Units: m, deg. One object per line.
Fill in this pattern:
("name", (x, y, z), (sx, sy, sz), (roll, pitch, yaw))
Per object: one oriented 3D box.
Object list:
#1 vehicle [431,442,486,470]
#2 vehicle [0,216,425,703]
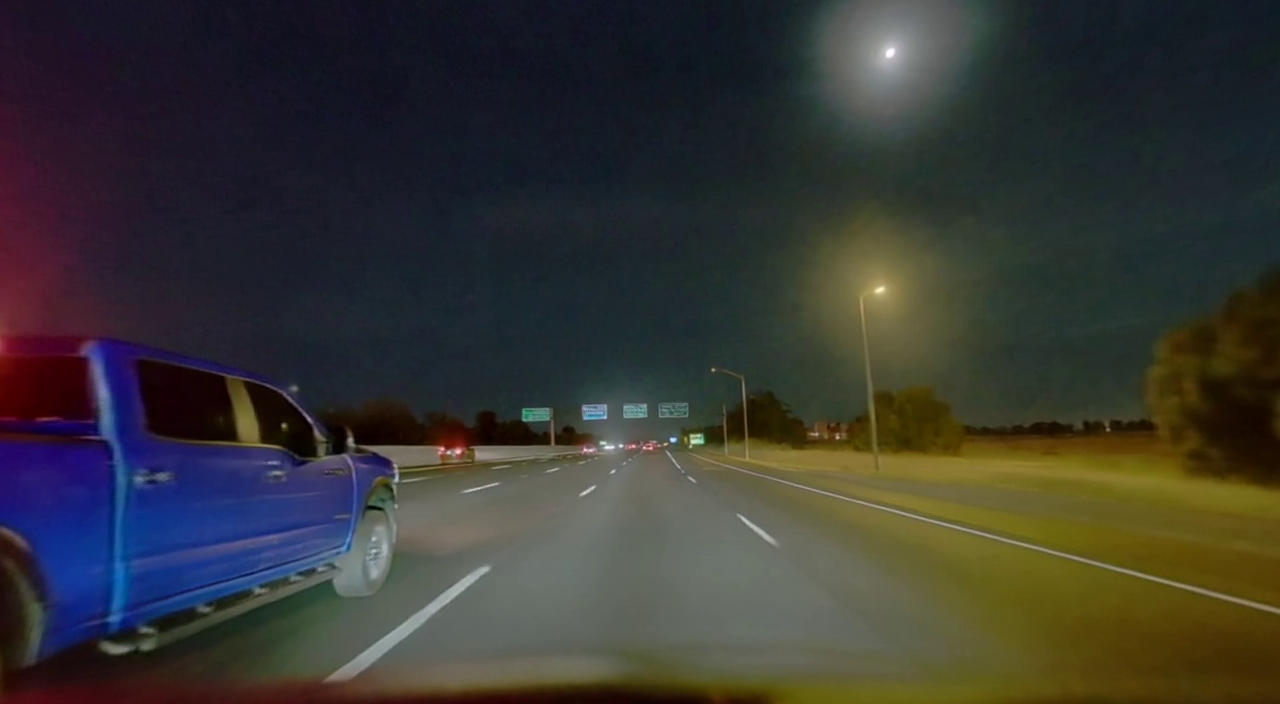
("vehicle", (-10.860, 6.266, 38.119), (1.957, 1.565, 4.311), (0, -8, 1))
("vehicle", (-3.606, 0.722, 3.455), (2.601, 2.084, 6.068), (0, -8, 1))
